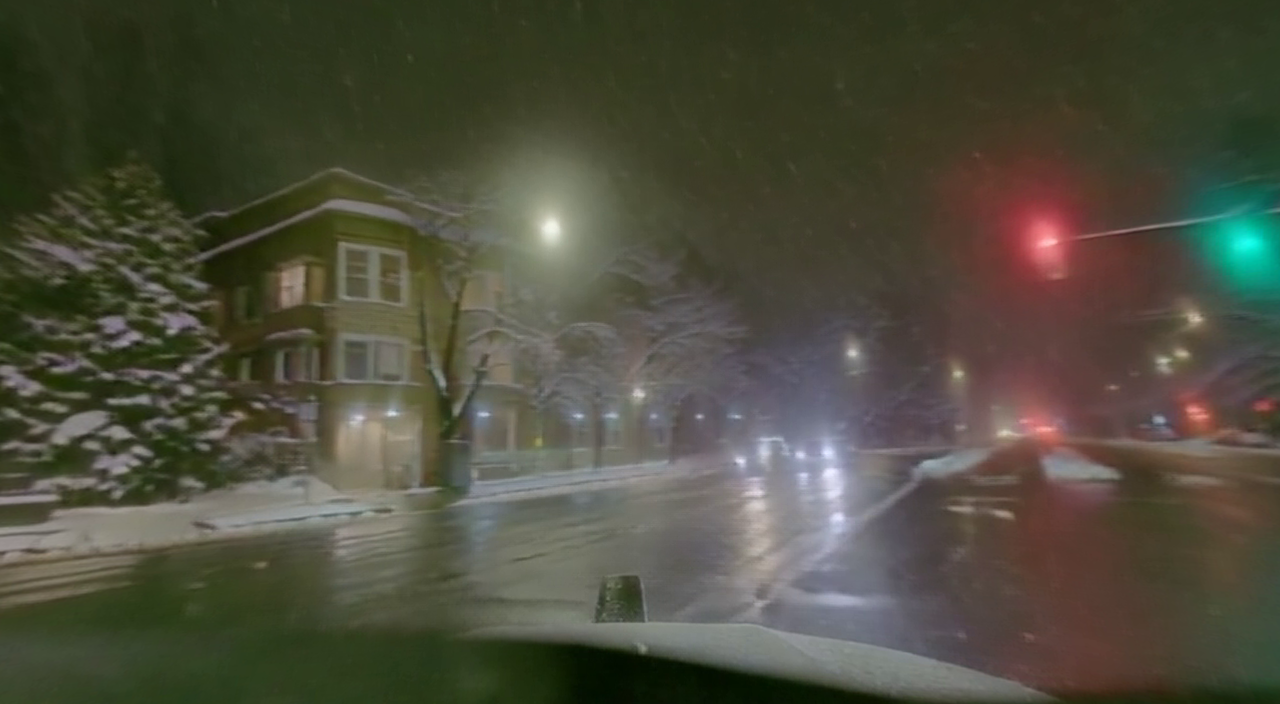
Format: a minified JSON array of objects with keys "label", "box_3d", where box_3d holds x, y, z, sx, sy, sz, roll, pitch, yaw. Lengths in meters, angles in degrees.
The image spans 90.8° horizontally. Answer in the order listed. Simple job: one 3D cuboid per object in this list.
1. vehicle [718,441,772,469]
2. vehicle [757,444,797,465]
[{"label":"vehicle","box_3d":[6.844,6.657,40.966,2.075,1.708,4.335,-5,-10,29]},{"label":"vehicle","box_3d":[10.179,7.563,46.694,1.719,1.440,4.201,-5,-10,29]}]
